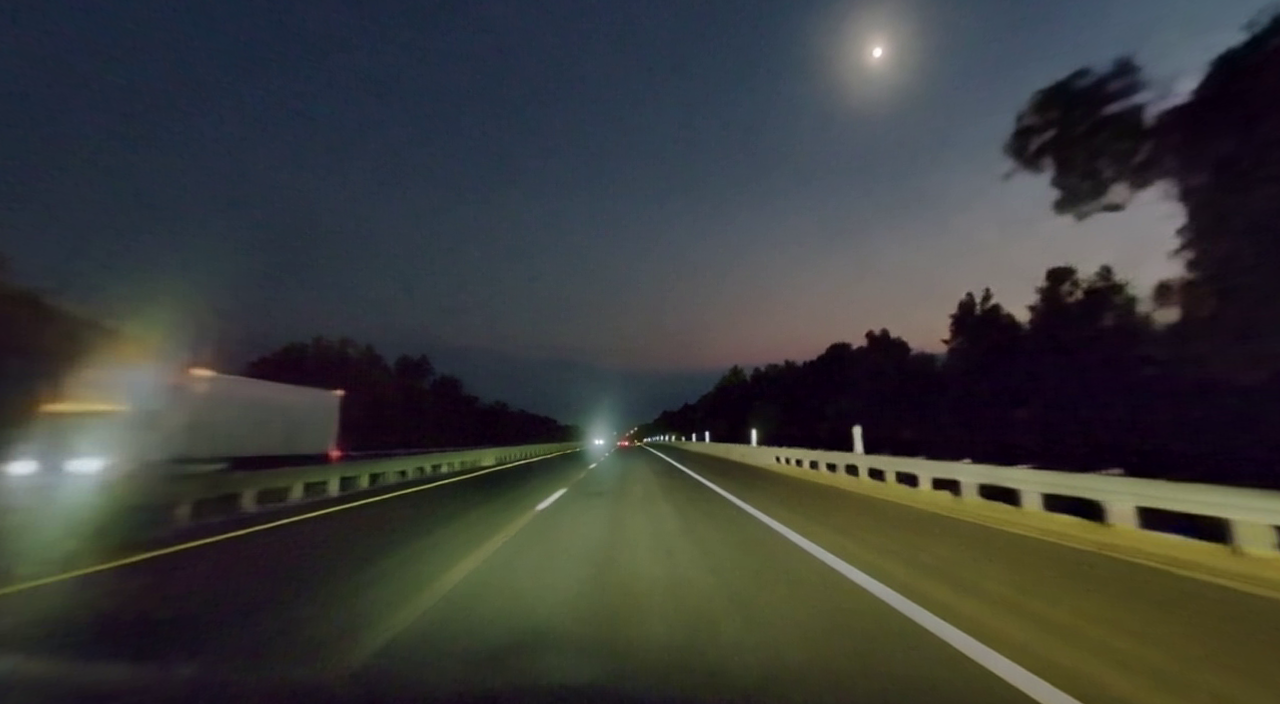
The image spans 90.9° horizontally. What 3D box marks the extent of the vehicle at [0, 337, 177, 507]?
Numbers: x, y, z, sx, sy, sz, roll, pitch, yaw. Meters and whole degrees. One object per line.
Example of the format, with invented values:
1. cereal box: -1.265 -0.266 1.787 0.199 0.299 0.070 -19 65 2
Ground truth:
1. vehicle: -16.559 1.968 17.235 3.172 3.915 5.914 0 -8 -1
